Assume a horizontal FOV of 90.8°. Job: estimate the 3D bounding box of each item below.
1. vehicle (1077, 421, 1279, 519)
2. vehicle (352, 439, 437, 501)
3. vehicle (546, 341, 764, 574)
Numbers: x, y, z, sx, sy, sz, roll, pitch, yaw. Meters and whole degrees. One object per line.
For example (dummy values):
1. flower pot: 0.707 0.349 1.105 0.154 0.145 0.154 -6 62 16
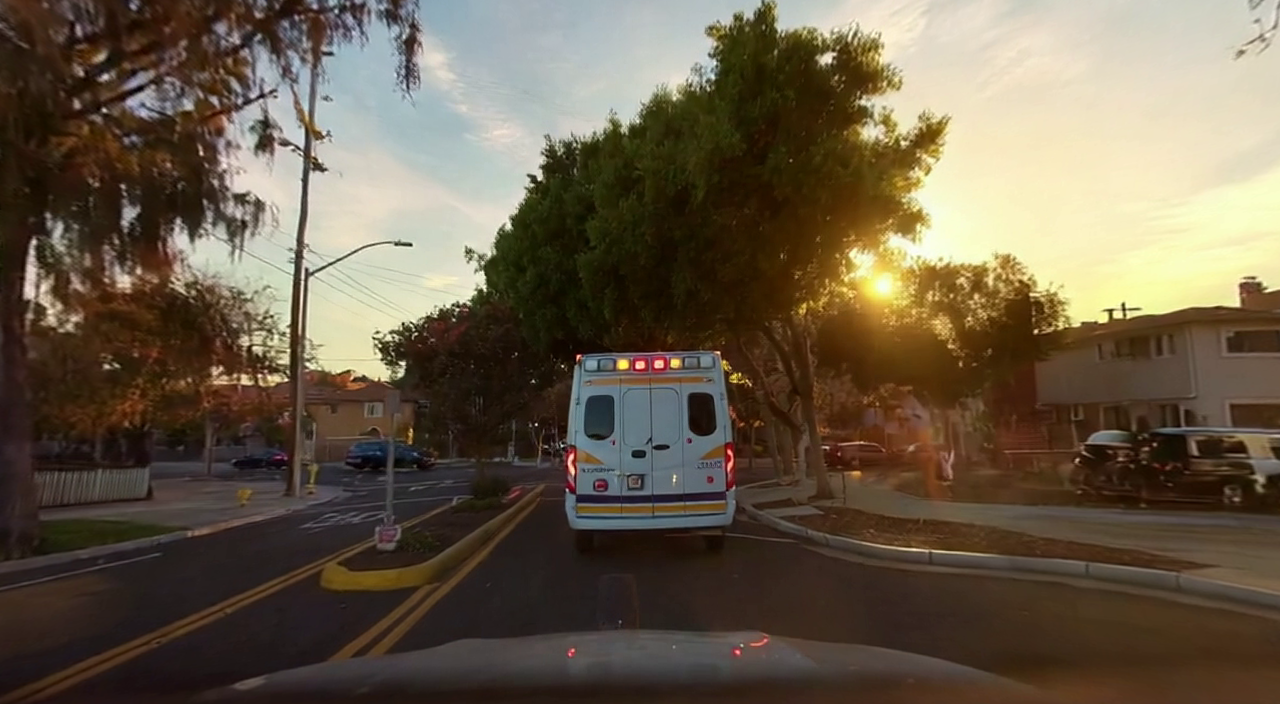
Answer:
1. vehicle: 13.258 2.559 13.974 5.270 1.966 2.329 -2 -8 11
2. vehicle: -8.340 3.865 21.281 2.290 1.776 4.947 3 -9 -23
3. vehicle: 0.175 1.581 10.008 2.444 2.640 5.482 0 -8 0
